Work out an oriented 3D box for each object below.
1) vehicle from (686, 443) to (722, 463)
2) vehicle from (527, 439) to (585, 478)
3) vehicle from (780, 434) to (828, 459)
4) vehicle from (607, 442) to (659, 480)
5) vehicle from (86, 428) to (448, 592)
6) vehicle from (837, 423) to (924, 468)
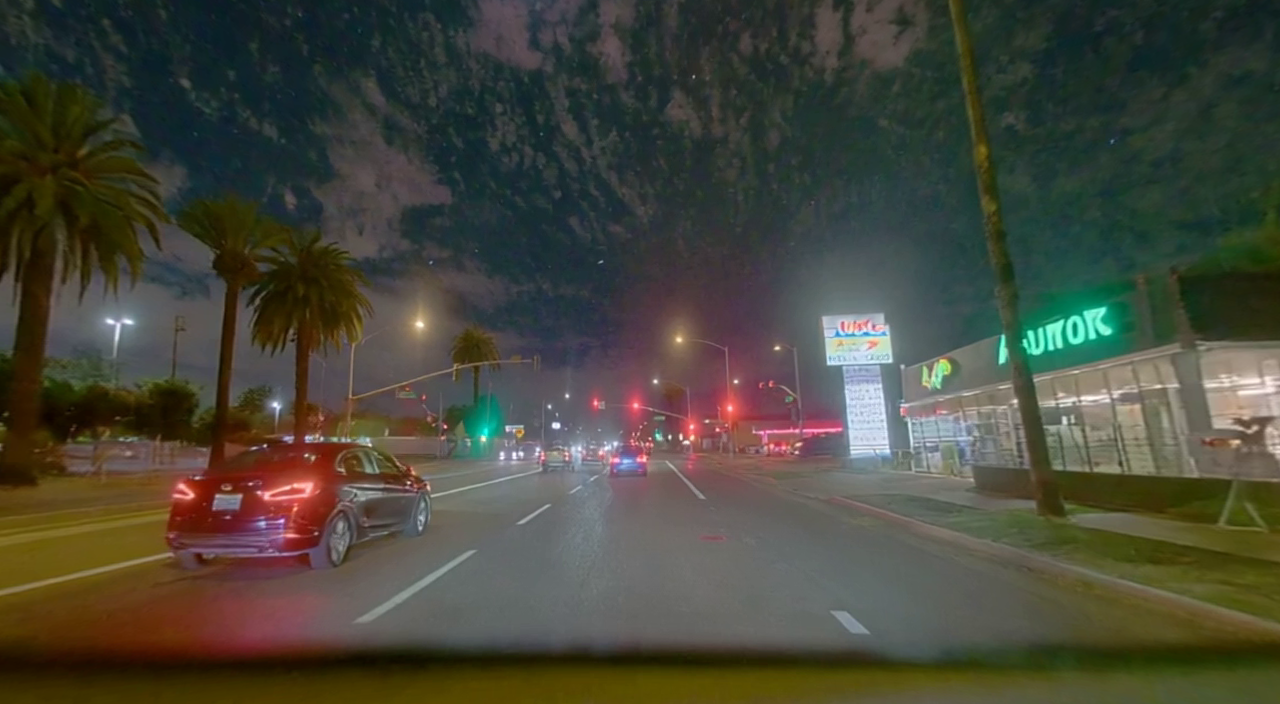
[{"bbox_3d":[5.026,7.842,48.829,2.059,1.486,3.980,-3,-9,16],"label":"vehicle"},{"bbox_3d":[-3.743,4.826,28.630,1.979,1.634,3.957,-1,-8,2],"label":"vehicle"},{"bbox_3d":[11.260,6.541,43.366,1.982,1.623,4.211,0,-8,-2],"label":"vehicle"},{"bbox_3d":[-0.247,4.738,27.594,2.094,1.496,4.070,0,-8,1],"label":"vehicle"},{"bbox_3d":[-4.190,1.813,8.149,1.904,1.513,4.410,0,-8,1],"label":"vehicle"},{"bbox_3d":[11.214,4.381,29.754,2.111,1.875,5.301,1,-8,1],"label":"vehicle"}]
